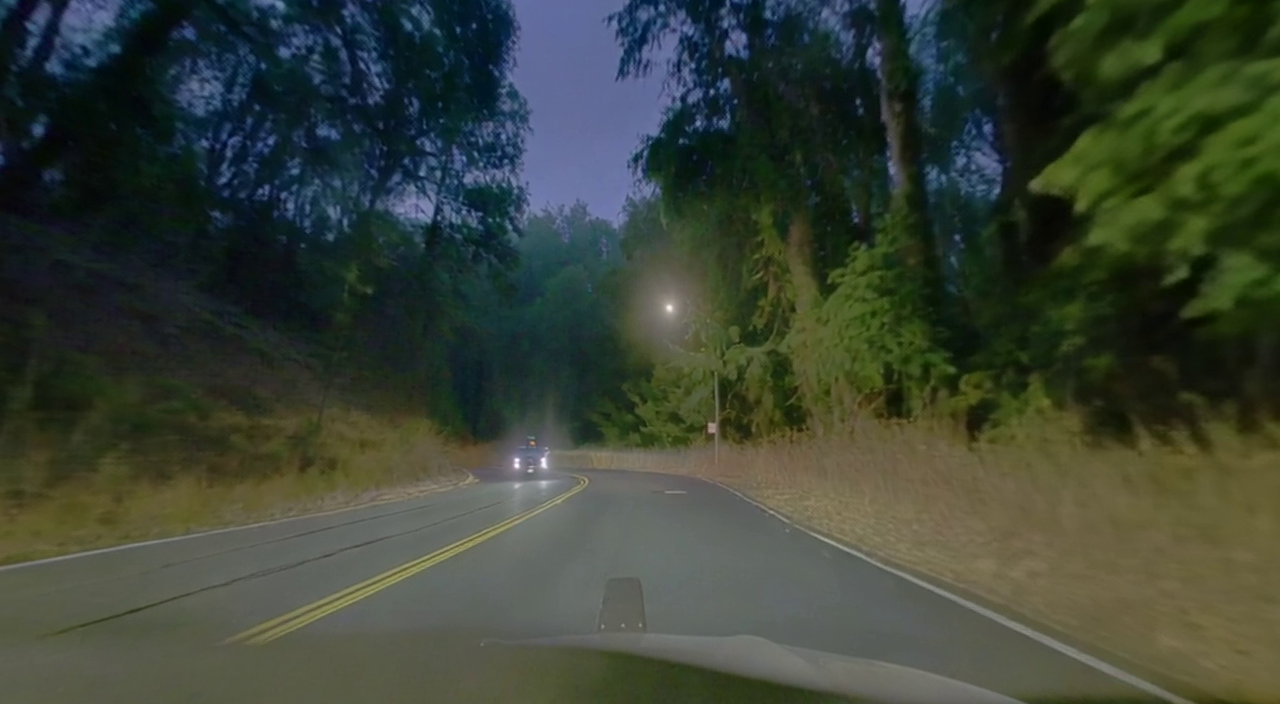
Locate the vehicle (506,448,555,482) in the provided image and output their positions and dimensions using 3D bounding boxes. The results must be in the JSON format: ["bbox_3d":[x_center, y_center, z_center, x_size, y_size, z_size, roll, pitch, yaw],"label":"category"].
[{"bbox_3d":[-7.146,7.193,40.570,2.546,1.975,5.702,2,-9,-15],"label":"vehicle"}]
